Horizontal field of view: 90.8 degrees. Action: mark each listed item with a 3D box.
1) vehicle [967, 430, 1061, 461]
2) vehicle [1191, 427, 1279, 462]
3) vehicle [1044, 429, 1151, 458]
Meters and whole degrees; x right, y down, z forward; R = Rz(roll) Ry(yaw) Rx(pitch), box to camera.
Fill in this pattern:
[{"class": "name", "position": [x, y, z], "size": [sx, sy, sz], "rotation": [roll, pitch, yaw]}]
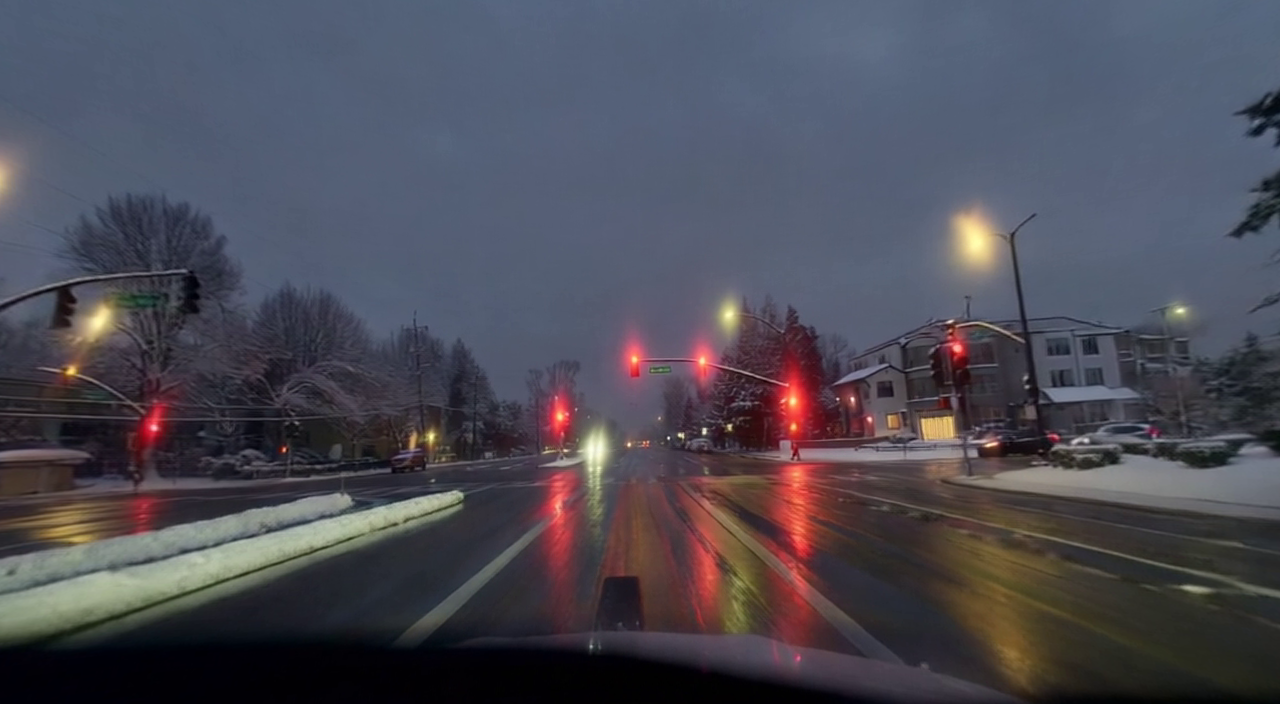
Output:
[{"class": "vehicle", "position": [22.040, 5.498, 37.322], "size": [4.323, 1.746, 1.872], "rotation": [0, -9, -3]}, {"class": "vehicle", "position": [27.076, 4.012, 27.456], "size": [4.461, 1.455, 1.909], "rotation": [0, -8, -3]}, {"class": "vehicle", "position": [27.282, 5.497, 37.795], "size": [4.910, 1.644, 2.032], "rotation": [0, -9, -4]}]
